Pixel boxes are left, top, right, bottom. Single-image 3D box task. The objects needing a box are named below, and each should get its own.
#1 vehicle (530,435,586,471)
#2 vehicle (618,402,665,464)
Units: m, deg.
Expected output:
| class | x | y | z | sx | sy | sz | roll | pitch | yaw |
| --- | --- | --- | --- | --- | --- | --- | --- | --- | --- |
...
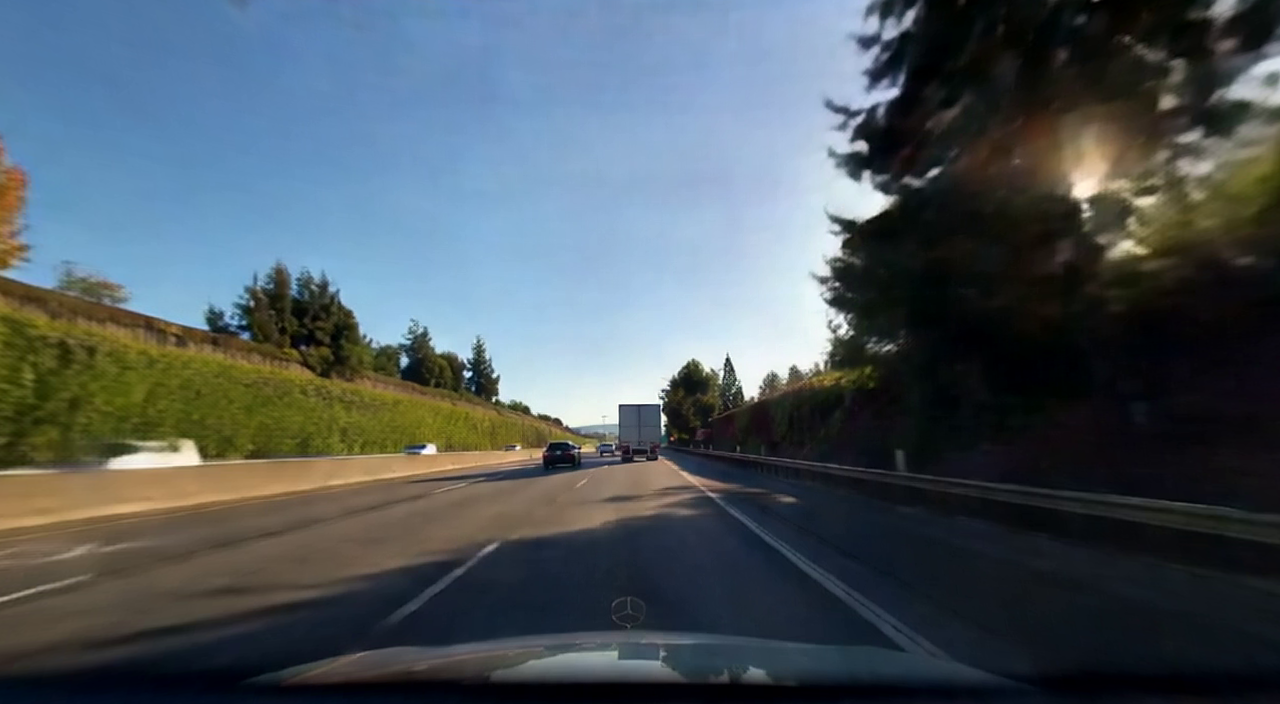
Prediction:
| class | x | y | z | sx | sy | sz | roll | pitch | yaw |
| --- | --- | --- | --- | --- | --- | --- | --- | --- | --- |
| vehicle | -4.049 | 5.099 | 32.021 | 2.186 | 1.716 | 4.672 | 0 | -8 | 1 |
| vehicle | 0.023 | 6.421 | 49.059 | 3.078 | 4.031 | 16.069 | 0 | -8 | 0 |
